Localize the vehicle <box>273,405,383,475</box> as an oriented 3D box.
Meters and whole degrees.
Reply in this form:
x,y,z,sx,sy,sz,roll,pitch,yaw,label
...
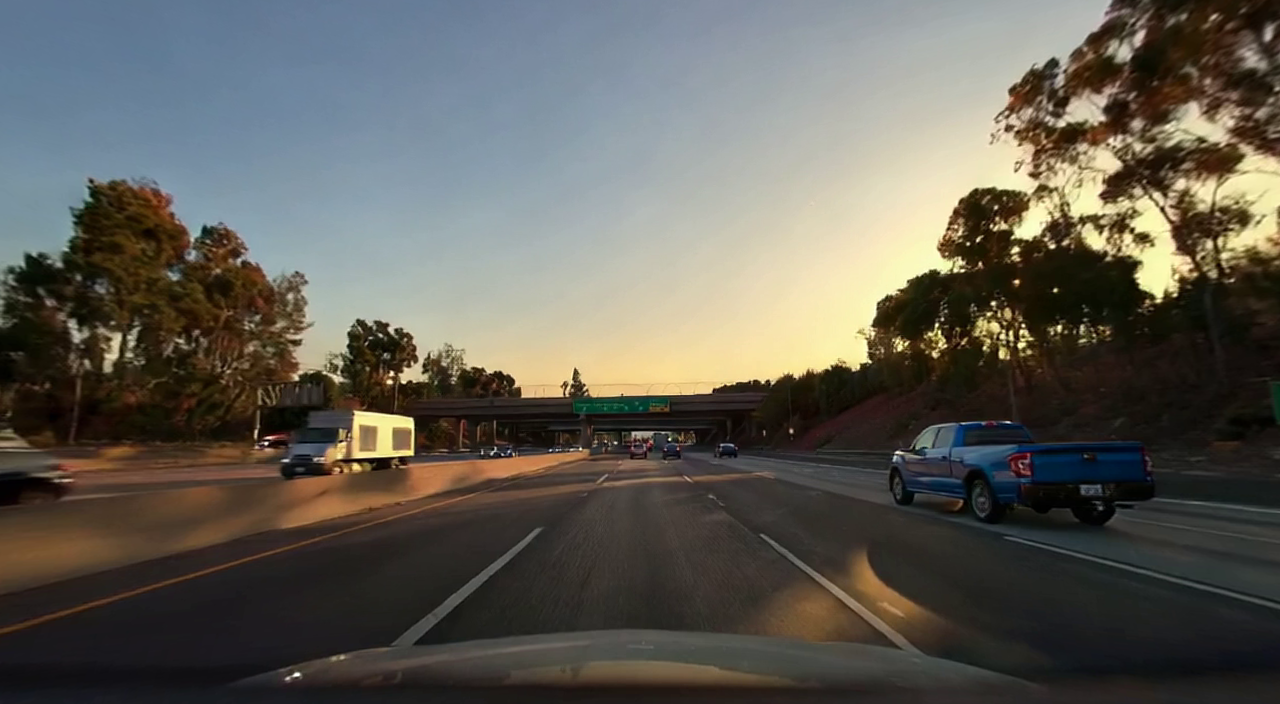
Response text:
x,y,z,sx,sy,sz,roll,pitch,yaw,label
-17.969,5.166,36.896,3.019,3.687,6.460,0,-8,0,vehicle

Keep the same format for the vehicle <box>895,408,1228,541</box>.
x,y,z,sx,sy,sz,roll,pitch,yaw,label
7.140,2.159,11.898,2.182,1.852,5.926,0,-8,0,vehicle

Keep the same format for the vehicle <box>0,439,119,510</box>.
x,y,z,sx,sy,sz,roll,pitch,yaw,label
-15.120,2.835,14.730,1.960,1.556,4.546,0,-8,1,vehicle
